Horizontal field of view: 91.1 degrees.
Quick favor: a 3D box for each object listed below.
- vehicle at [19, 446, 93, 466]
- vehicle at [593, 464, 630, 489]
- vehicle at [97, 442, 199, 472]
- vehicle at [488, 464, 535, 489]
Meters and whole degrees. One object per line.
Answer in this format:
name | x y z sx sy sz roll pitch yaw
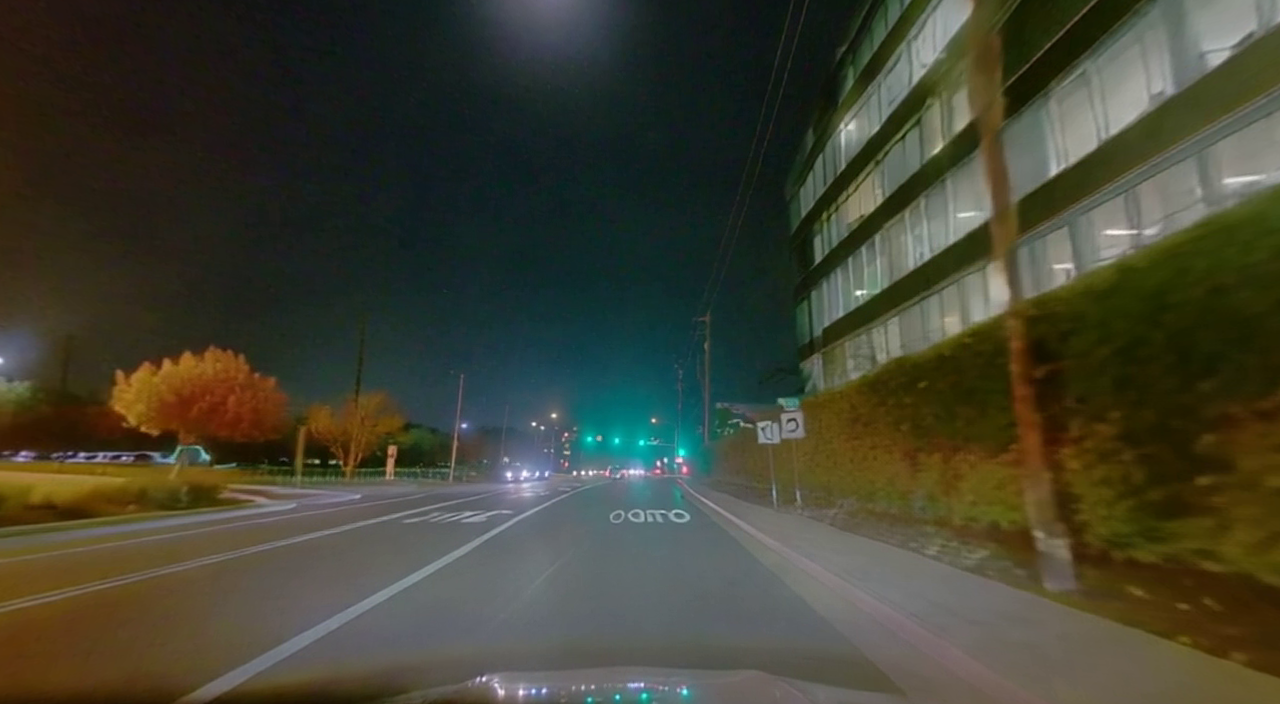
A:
vehicle | -46.337 8.277 49.902 1.714 1.464 3.804 -3 -11 18
vehicle | -1.974 8.748 44.120 2.067 1.629 3.858 0 -11 5
vehicle | -34.922 7.540 44.797 2.033 1.959 5.294 -3 -11 20
vehicle | -8.278 8.066 40.831 1.979 1.499 4.666 0 -11 0
